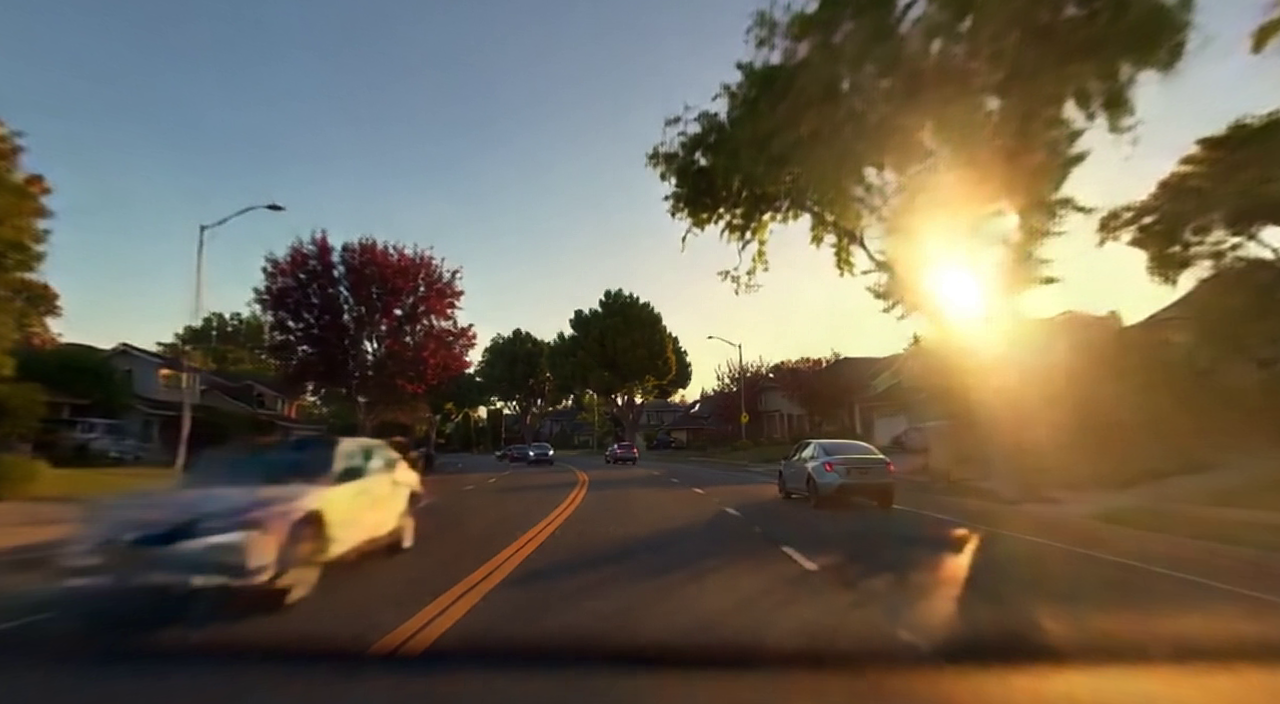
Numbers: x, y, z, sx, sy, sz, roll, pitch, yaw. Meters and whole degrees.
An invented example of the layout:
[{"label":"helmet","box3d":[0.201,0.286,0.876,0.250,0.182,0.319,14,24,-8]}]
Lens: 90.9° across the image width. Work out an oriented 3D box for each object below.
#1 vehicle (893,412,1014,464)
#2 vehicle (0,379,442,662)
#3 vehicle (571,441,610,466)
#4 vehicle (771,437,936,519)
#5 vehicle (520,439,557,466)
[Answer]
[{"label":"vehicle","box3d":[14.982,4.069,30.264,4.455,1.795,2.331,-7,-5,-8]},{"label":"vehicle","box3d":[-3.618,1.334,6.035,2.081,1.721,4.228,0,-8,0]},{"label":"vehicle","box3d":[-3.623,7.216,45.129,2.106,1.667,4.367,2,-9,-14]},{"label":"vehicle","box3d":[4.412,2.646,13.836,1.934,1.506,4.282,0,-8,-3]},{"label":"vehicle","box3d":[-7.432,7.281,45.737,2.316,1.845,4.805,2,-9,-13]}]
